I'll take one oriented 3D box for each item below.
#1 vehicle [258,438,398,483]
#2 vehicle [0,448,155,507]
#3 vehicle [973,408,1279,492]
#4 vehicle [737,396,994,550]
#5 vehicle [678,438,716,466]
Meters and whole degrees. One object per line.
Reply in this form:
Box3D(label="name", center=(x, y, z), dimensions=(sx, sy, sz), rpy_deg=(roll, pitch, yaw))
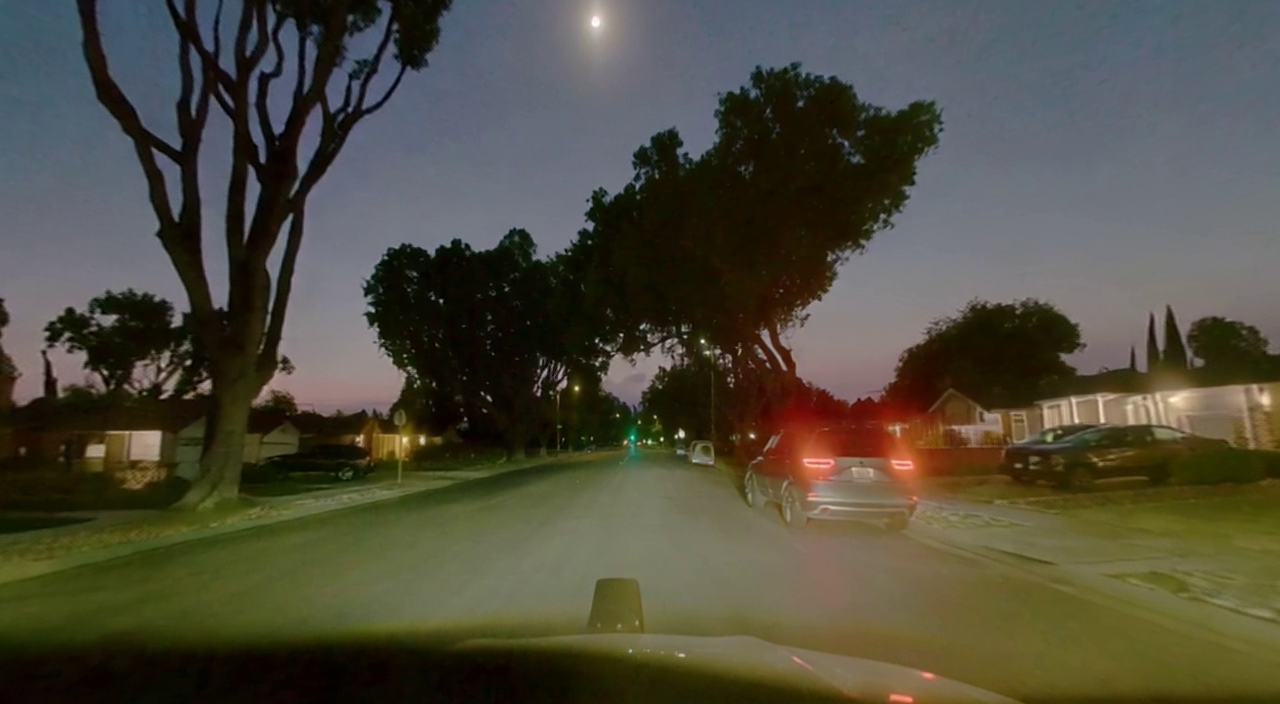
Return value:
Box3D(label="vehicle", center=(-13.228, 4.608, 27.012), dimensions=(4.928, 1.797, 1.981), rpy_deg=(0, -8, 2))
Box3D(label="vehicle", center=(-16.238, 3.417, 17.480), dimensions=(4.276, 1.463, 1.832), rpy_deg=(-1, -8, 7))
Box3D(label="vehicle", center=(10.454, 2.185, 13.926), dimensions=(5.041, 1.486, 1.969), rpy_deg=(-5, -9, 13))
Box3D(label="vehicle", center=(3.177, 1.844, 10.379), dimensions=(2.241, 1.875, 5.059), rpy_deg=(0, -8, -1))
Box3D(label="vehicle", center=(3.336, 5.970, 37.795), dimensions=(2.016, 1.567, 4.228), rpy_deg=(0, -8, 1))
